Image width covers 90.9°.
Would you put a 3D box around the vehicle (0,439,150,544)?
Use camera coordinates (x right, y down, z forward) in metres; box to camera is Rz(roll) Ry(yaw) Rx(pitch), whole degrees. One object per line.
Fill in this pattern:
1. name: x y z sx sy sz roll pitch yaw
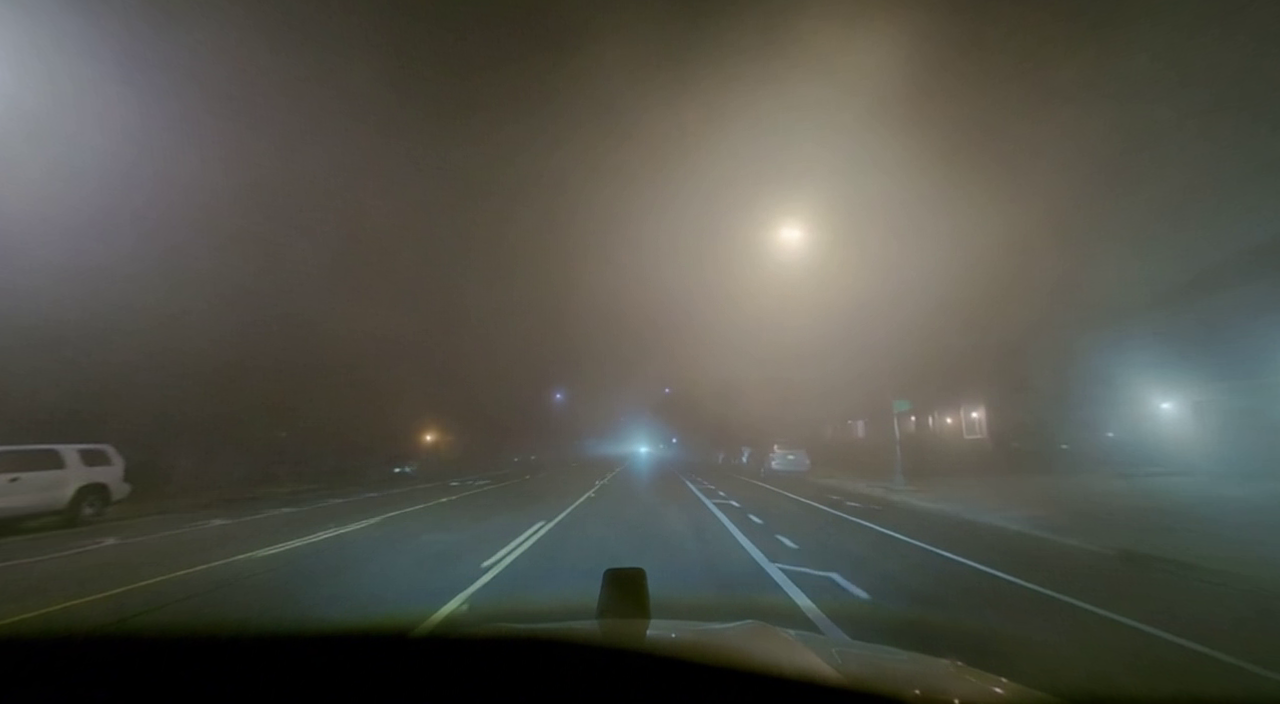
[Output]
1. vehicle: -12.036 2.491 11.514 2.228 1.766 4.770 0 -8 1

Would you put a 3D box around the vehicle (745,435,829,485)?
1. vehicle: 5.205 3.914 23.085 1.885 1.603 5.235 0 -9 1

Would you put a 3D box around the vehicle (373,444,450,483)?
1. vehicle: -11.503 5.598 32.107 2.054 1.704 4.710 -3 -8 3

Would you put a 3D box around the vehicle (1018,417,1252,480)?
1. vehicle: 14.157 2.784 18.289 4.902 1.667 2.162 0 -8 0

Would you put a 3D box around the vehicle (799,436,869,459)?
1. vehicle: 13.851 6.846 45.244 4.317 1.595 2.095 0 -9 0
